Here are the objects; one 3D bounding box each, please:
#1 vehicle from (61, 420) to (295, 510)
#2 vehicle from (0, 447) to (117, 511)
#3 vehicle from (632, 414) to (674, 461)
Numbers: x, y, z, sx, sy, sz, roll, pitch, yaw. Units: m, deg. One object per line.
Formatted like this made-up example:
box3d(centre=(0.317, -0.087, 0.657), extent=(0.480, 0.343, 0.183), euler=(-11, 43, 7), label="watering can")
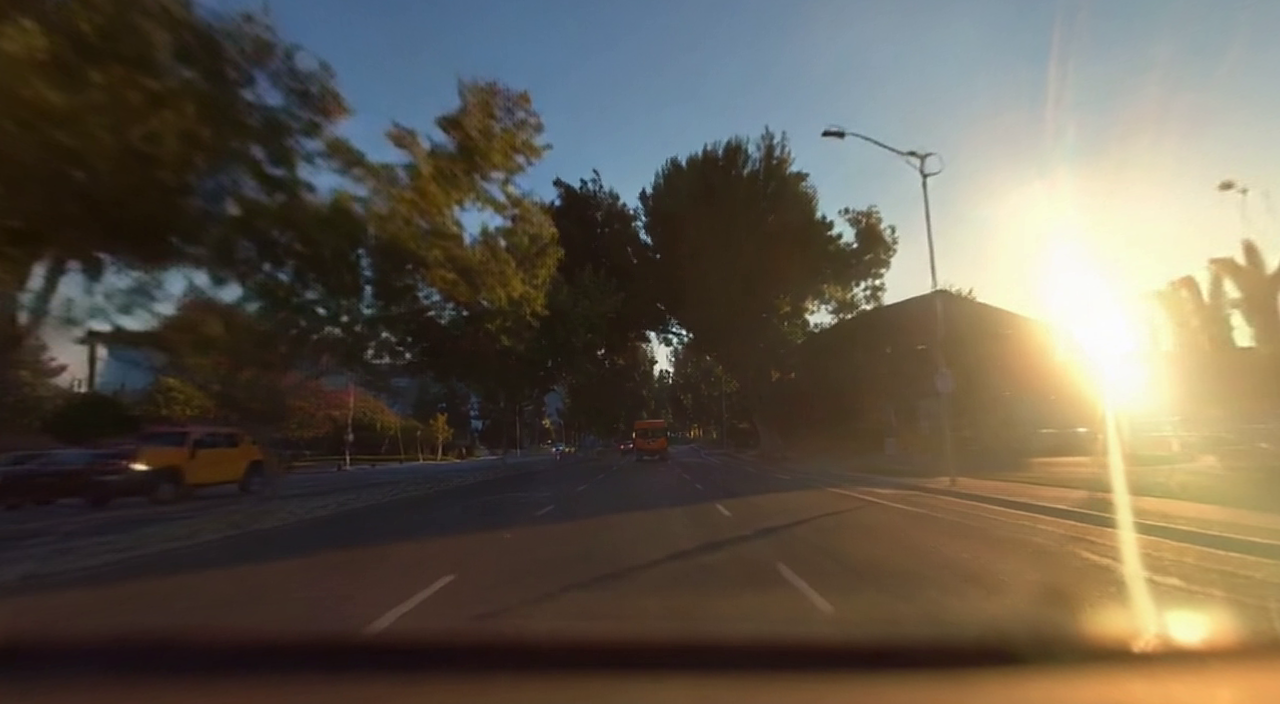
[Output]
box3d(centre=(-11.514, 2.841, 16.358), extent=(2.155, 1.941, 4.977), euler=(0, -8, 2), label="vehicle")
box3d(centre=(-19.392, 3.831, 19.354), extent=(2.165, 1.795, 5.003), euler=(0, -8, 3), label="vehicle")
box3d(centre=(0.838, 6.467, 47.157), extent=(2.843, 3.120, 10.422), euler=(0, -8, 0), label="vehicle")
